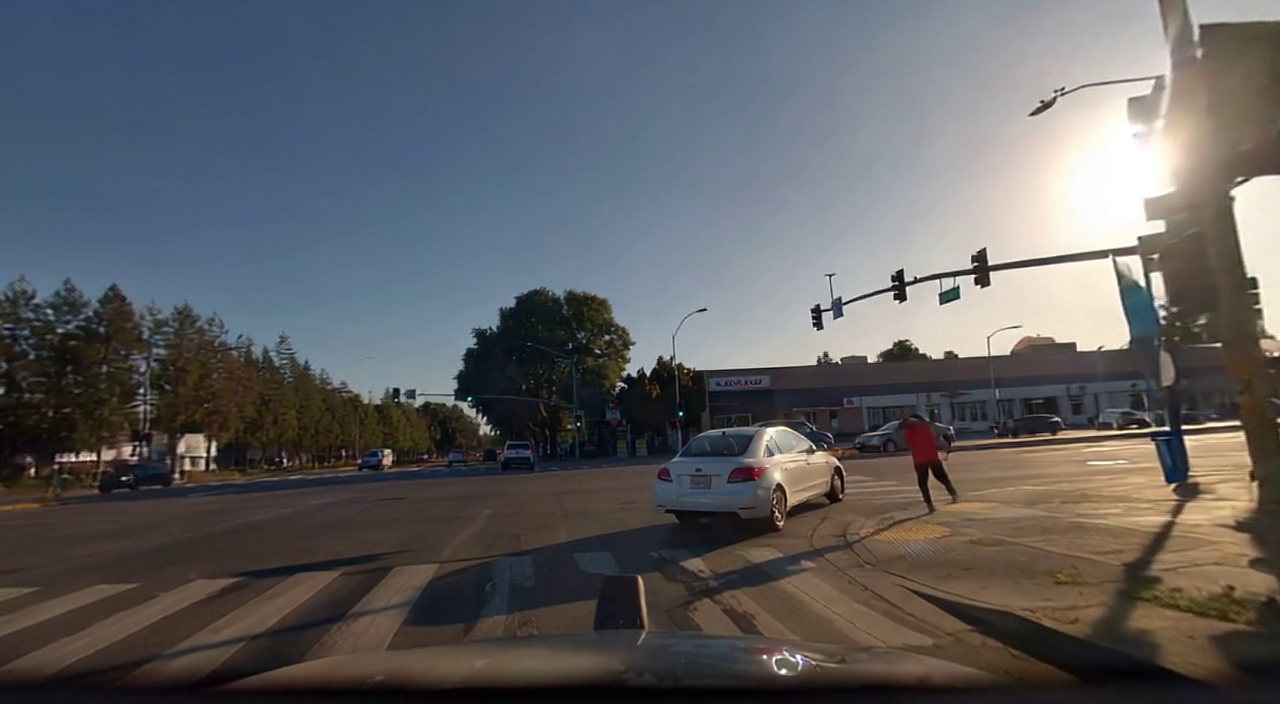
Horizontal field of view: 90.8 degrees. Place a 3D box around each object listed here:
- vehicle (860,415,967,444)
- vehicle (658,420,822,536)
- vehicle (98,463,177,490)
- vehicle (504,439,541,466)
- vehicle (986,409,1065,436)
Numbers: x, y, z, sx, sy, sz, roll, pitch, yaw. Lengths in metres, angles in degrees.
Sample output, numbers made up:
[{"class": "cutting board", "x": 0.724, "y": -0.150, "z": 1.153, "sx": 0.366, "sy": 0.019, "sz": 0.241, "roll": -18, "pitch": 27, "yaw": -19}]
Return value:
[{"class": "vehicle", "x": 14.001, "y": 4.020, "z": 32.451, "sx": 4.700, "sy": 1.417, "sz": 1.789, "roll": 1, "pitch": -9, "yaw": -8}, {"class": "vehicle", "x": 1.862, "y": 1.949, "z": 10.440, "sx": 1.976, "sy": 1.462, "sz": 4.342, "roll": -3, "pitch": -9, "yaw": 18}, {"class": "vehicle", "x": -32.628, "y": 8.072, "z": 41.202, "sx": 1.894, "sy": 1.480, "sz": 4.710, "roll": 1, "pitch": -8, "yaw": -9}, {"class": "vehicle", "x": -7.831, "y": 6.710, "z": 42.359, "sx": 2.210, "sy": 1.722, "sz": 4.215, "roll": 1, "pitch": -8, "yaw": -8}, {"class": "vehicle", "x": 24.361, "y": 4.457, "z": 39.960, "sx": 3.923, "sy": 1.619, "sz": 1.817, "roll": 1, "pitch": -8, "yaw": -9}]
